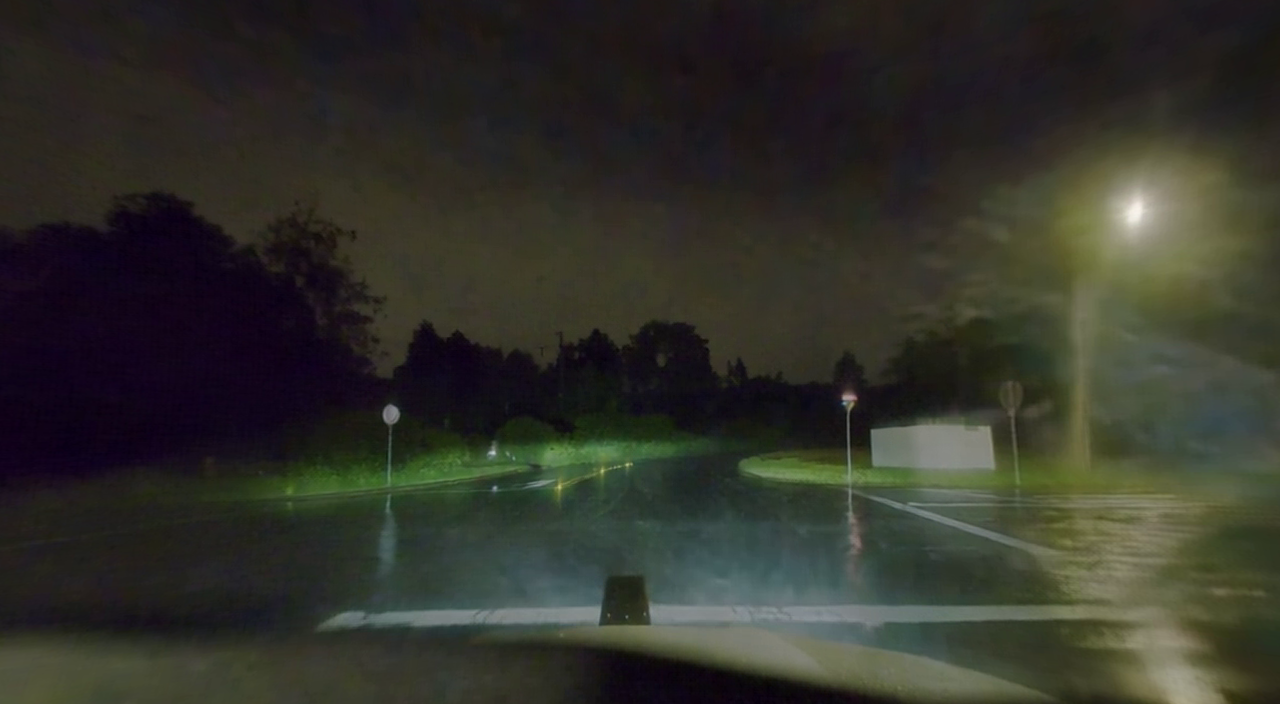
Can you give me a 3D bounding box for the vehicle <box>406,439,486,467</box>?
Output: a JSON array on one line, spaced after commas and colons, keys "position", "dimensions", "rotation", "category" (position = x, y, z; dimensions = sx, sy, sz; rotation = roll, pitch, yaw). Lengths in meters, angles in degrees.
[{"position": [-12.702, 6.630, 41.467], "dimensions": [4.590, 1.735, 1.973], "rotation": [0, -9, 3], "category": "vehicle"}]
